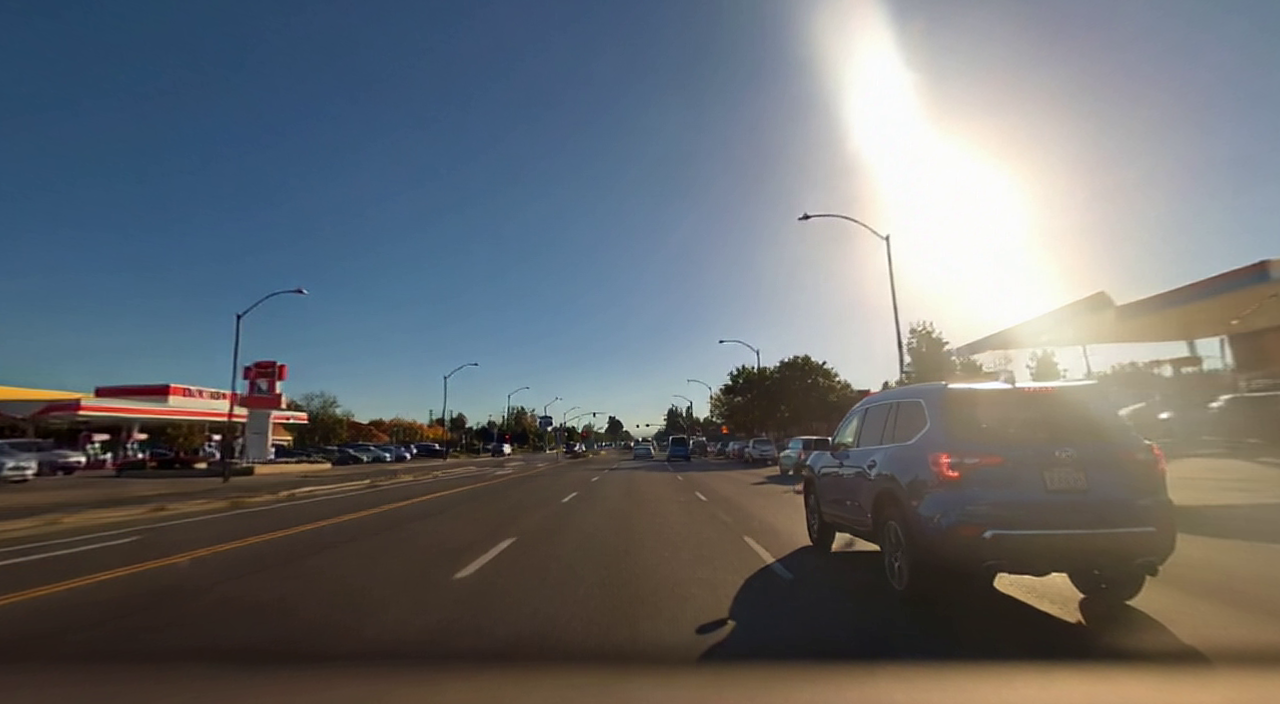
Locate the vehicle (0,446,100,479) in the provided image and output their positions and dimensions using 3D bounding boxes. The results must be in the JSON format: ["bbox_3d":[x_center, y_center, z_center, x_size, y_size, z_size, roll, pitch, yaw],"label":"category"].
[{"bbox_3d":[-32.753,6.053,34.622,1.925,1.680,4.396,-1,-9,1],"label":"vehicle"}]

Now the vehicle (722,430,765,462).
[{"bbox_3d":[7.567,6.982,46.634,2.220,2.147,6.392,0,-8,1],"label":"vehicle"}]

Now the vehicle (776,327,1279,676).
[{"bbox_3d":[2.955,1.173,5.989,2.246,1.963,4.777,0,-8,0],"label":"vehicle"}]

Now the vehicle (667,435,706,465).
[{"bbox_3d":[3.040,6.582,42.252,2.317,1.857,5.150,0,-8,1],"label":"vehicle"}]
